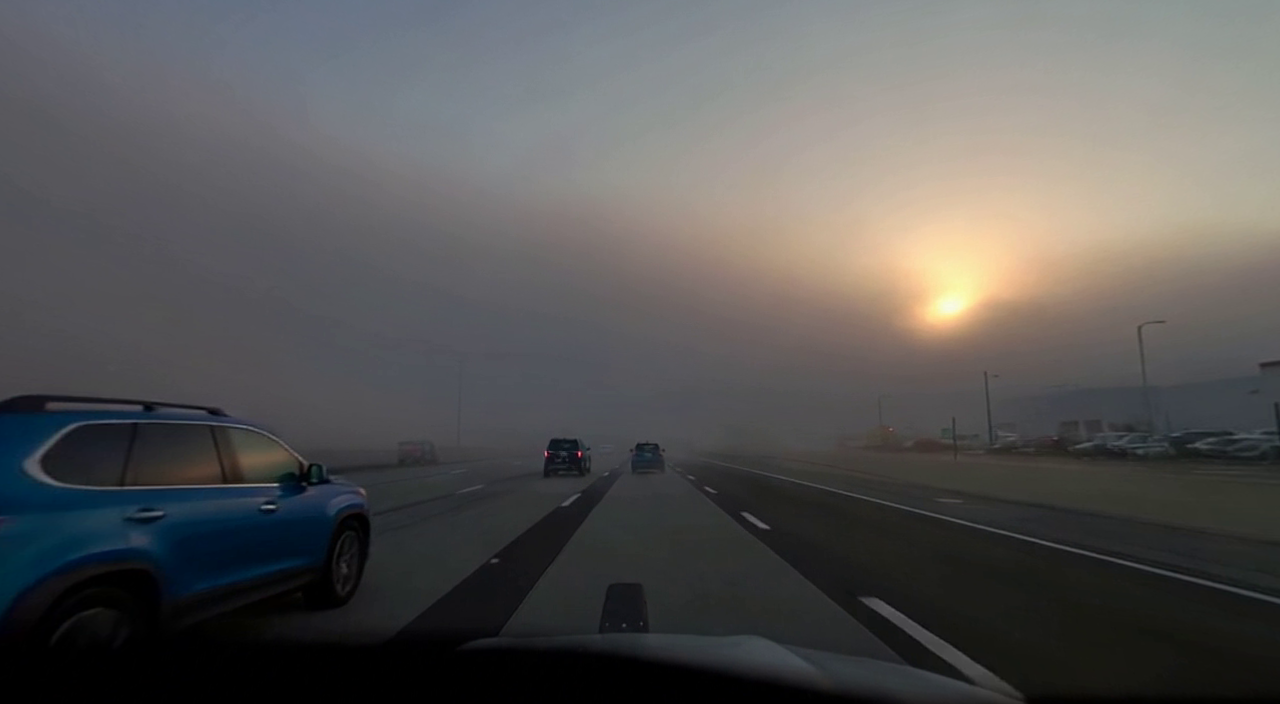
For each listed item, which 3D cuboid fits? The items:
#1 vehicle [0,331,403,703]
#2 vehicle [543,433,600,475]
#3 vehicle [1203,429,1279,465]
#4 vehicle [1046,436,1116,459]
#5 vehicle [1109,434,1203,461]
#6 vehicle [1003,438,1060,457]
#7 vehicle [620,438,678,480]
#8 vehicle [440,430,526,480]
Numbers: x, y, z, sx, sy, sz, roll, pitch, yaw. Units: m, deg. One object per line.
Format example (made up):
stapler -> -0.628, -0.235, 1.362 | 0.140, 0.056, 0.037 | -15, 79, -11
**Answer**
vehicle -> -3.232, 0.985, 3.631 | 1.961, 1.687, 4.453 | 0, -8, 0
vehicle -> -2.959, 4.498, 28.048 | 2.007, 1.730, 4.412 | 0, -8, 0
vehicle -> 30.334, 4.633, 30.692 | 1.843, 1.626, 4.378 | 0, -8, 1
vehicle -> 30.470, 6.604, 43.716 | 1.722, 1.461, 4.302 | 0, -8, 1
vehicle -> 30.433, 5.664, 37.410 | 1.838, 1.491, 4.554 | 0, -8, 2
vehicle -> 30.551, 7.492, 49.388 | 1.598, 1.384, 4.580 | 0, -8, 1
vehicle -> 0.338, 4.113, 24.548 | 2.090, 1.474, 3.970 | 0, -8, 0
vehicle -> -6.180, 4.130, 25.538 | 2.125, 1.804, 4.864 | 0, -8, 1
